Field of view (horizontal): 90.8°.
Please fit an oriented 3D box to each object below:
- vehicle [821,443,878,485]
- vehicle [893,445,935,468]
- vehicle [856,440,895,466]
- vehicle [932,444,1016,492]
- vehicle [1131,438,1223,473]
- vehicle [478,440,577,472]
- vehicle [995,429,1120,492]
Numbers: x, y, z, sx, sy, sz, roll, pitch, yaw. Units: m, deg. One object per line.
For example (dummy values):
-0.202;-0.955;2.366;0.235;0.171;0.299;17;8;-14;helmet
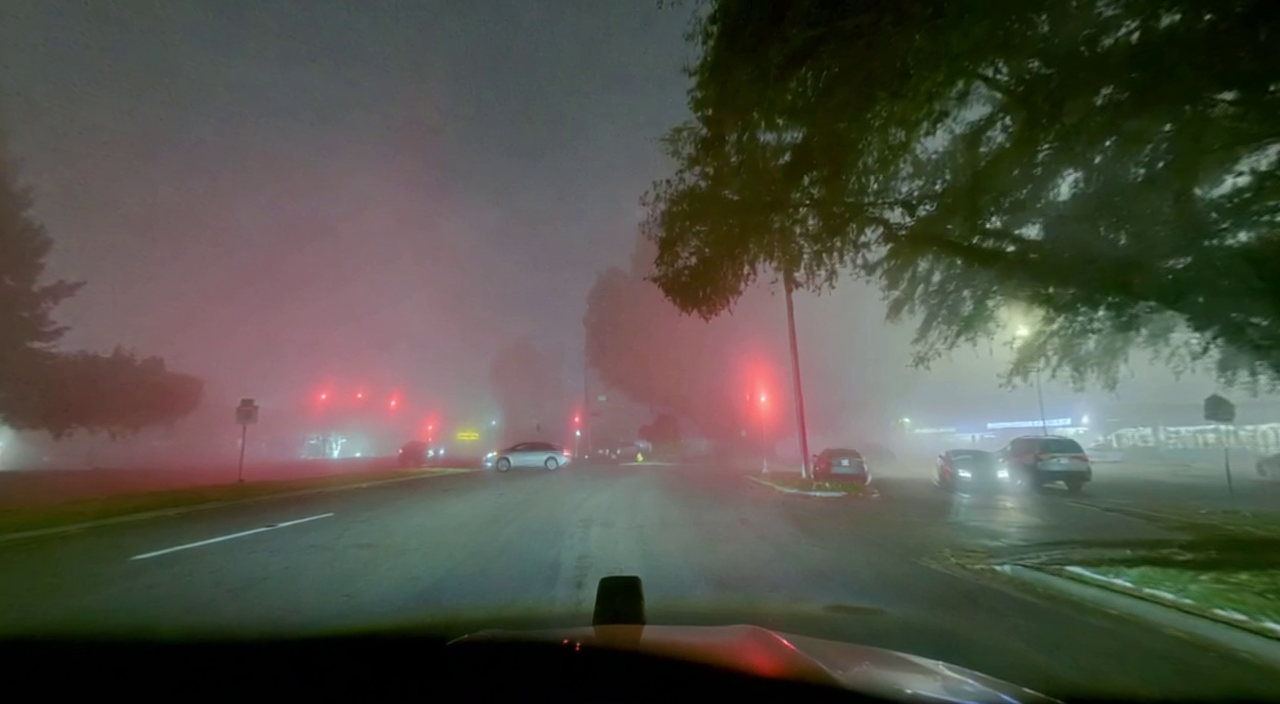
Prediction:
8.165;4.330;24.848;1.867;1.479;4.452;-2;-9;16;vehicle
18.043;6.871;41.713;1.936;1.391;3.874;-2;-9;15;vehicle
15.663;6.726;42.182;1.921;1.657;4.400;-2;-9;15;vehicle
12.303;4.233;23.584;2.031;1.592;4.470;-3;-9;19;vehicle
31.533;6.072;37.321;2.056;1.878;5.238;-2;-9;16;vehicle
-5.410;5.034;30.745;4.376;1.476;1.791;-1;-8;5;vehicle
14.540;3.800;22.470;2.265;1.919;5.745;-4;-9;19;vehicle
